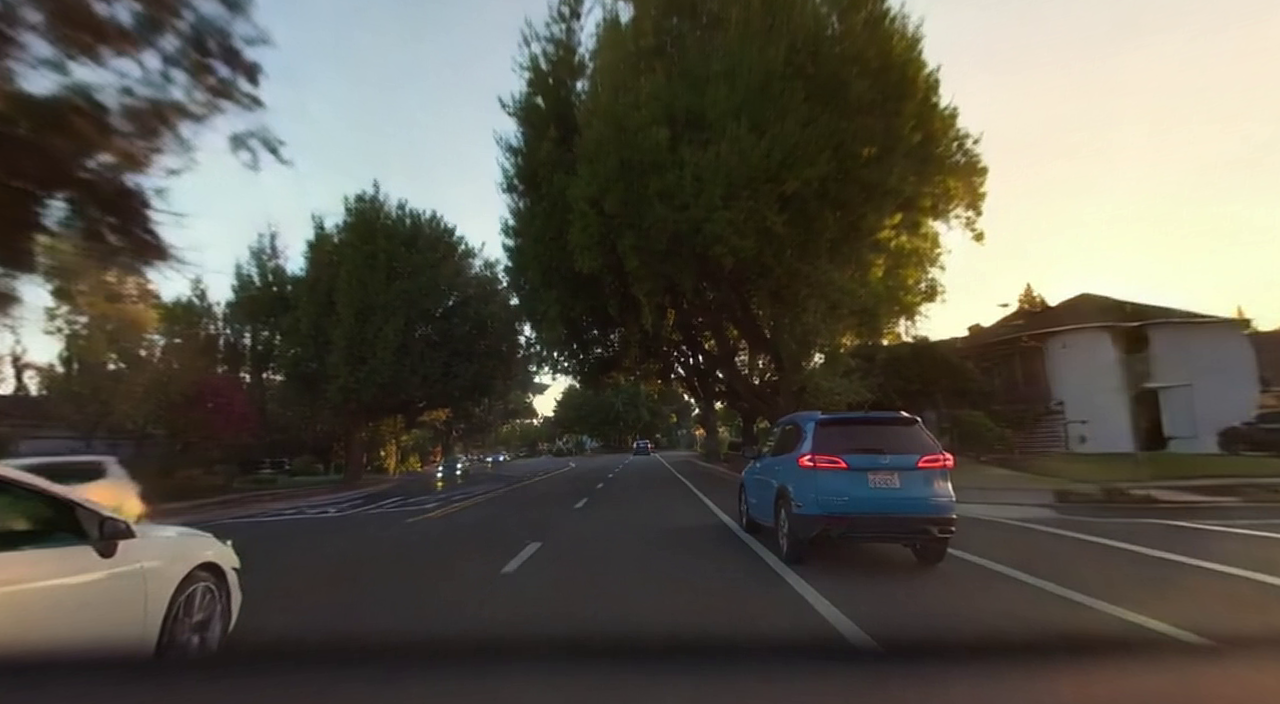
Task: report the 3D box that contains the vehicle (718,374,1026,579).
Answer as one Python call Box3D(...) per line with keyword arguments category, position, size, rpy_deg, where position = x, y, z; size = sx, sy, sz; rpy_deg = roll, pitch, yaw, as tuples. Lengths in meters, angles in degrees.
Box3D(category="vehicle", position=(2.691, 1.668, 9.232), size=(2.338, 2.063, 5.592), rpy_deg=(0, -8, 0))

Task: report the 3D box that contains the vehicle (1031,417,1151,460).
Box3D(category="vehicle", position=(16.939, 3.289, 23.892), size=(1.822, 1.496, 3.560), rpy_deg=(0, -8, -1))

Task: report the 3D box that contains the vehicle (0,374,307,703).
Box3D(category="vehicle", position=(-3.341, 0.879, 2.007), size=(2.058, 1.659, 4.514), rpy_deg=(0, -8, 0))

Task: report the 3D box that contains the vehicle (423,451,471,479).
Box3D(category="vehicle", position=(-13.261, 7.757, 43.542), size=(2.002, 1.729, 4.441), rpy_deg=(0, -8, -2))
